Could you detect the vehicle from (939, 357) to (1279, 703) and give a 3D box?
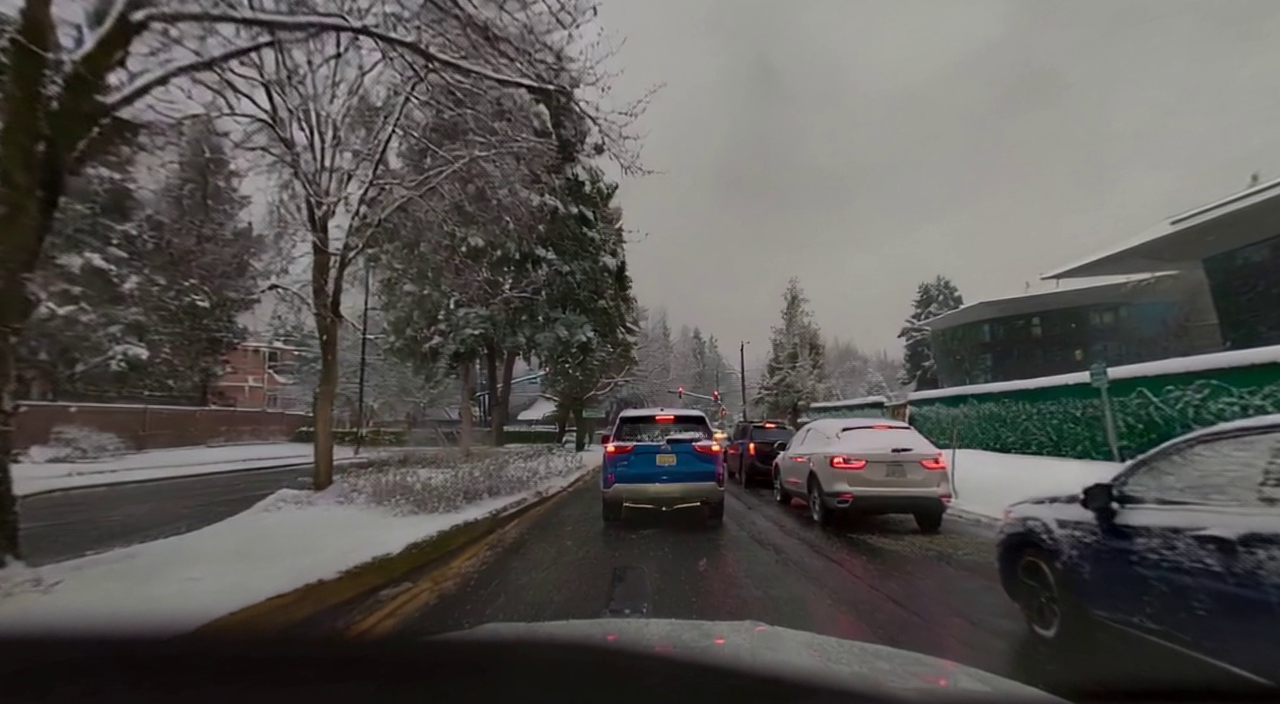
[{"bbox_3d":[3.554,0.911,2.712,2.138,1.699,4.852,0,-8,0],"label":"vehicle"}]

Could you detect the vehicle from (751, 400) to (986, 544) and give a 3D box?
[{"bbox_3d":[3.598,2.034,11.331,2.238,1.958,5.250,0,-9,0],"label":"vehicle"}]

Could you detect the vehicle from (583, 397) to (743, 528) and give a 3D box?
[{"bbox_3d":[0.362,1.967,11.600,2.386,1.947,4.168,0,-9,1],"label":"vehicle"}]
